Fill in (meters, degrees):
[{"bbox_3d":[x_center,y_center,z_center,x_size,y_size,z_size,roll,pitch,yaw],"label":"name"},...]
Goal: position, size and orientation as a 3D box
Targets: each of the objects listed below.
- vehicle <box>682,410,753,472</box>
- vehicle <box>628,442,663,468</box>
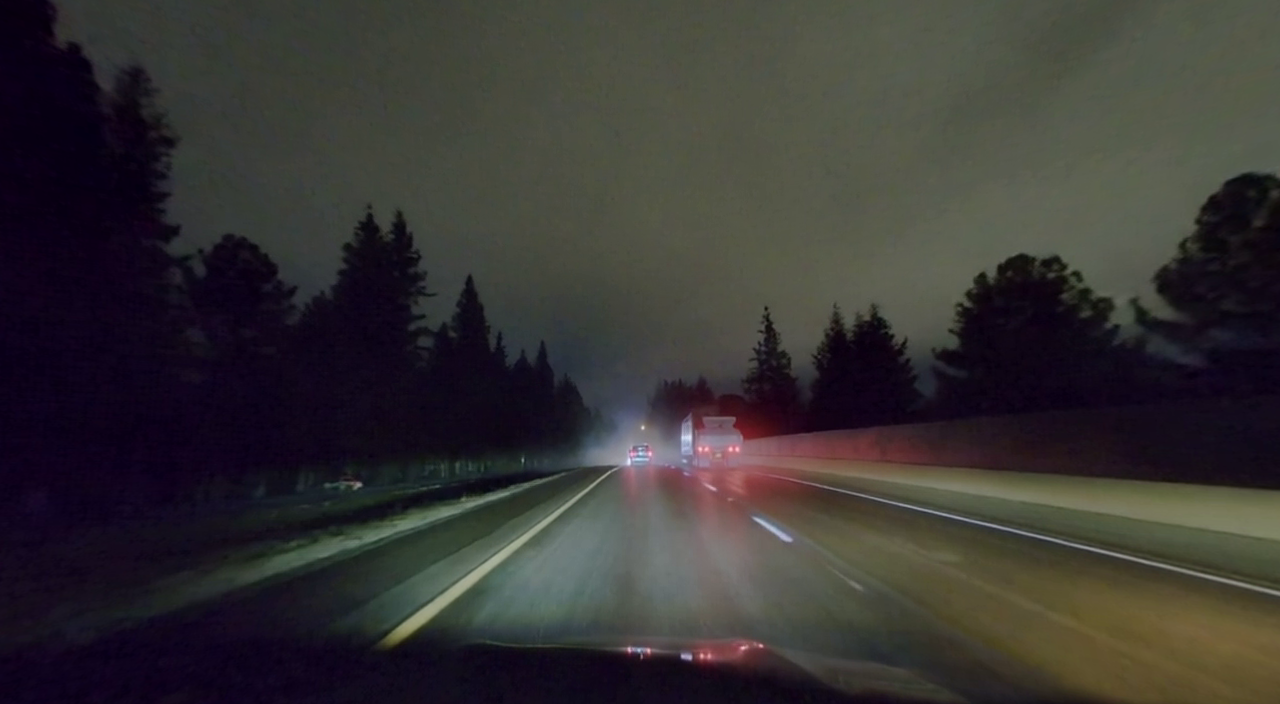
[{"bbox_3d":[4.290,5.167,36.544,3.015,3.211,7.982,0,-8,-1],"label":"vehicle"},{"bbox_3d":[0.373,6.624,40.722,2.170,1.544,4.373,0,-8,1],"label":"vehicle"}]
